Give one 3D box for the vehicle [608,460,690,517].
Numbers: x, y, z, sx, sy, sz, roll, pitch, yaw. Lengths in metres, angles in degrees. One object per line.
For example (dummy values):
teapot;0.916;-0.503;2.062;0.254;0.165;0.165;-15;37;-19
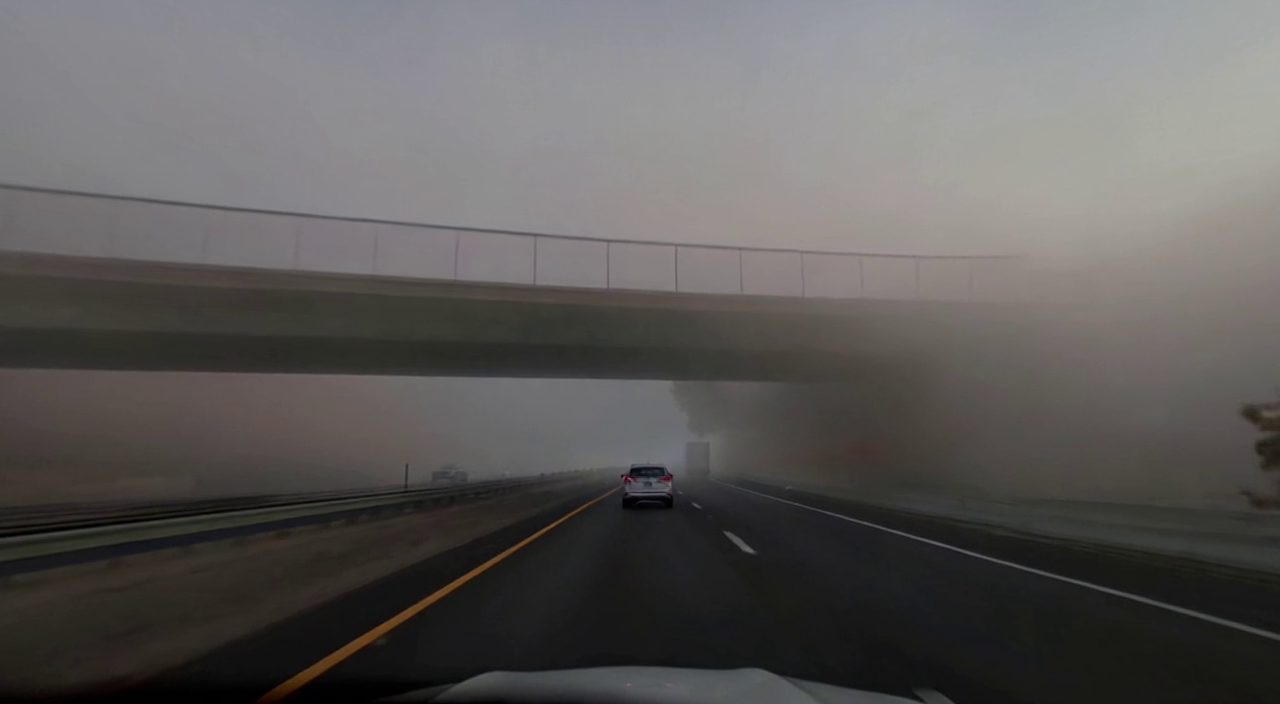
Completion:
vehicle;0.255;3.972;18.582;2.156;1.444;3.762;1;-10;0
